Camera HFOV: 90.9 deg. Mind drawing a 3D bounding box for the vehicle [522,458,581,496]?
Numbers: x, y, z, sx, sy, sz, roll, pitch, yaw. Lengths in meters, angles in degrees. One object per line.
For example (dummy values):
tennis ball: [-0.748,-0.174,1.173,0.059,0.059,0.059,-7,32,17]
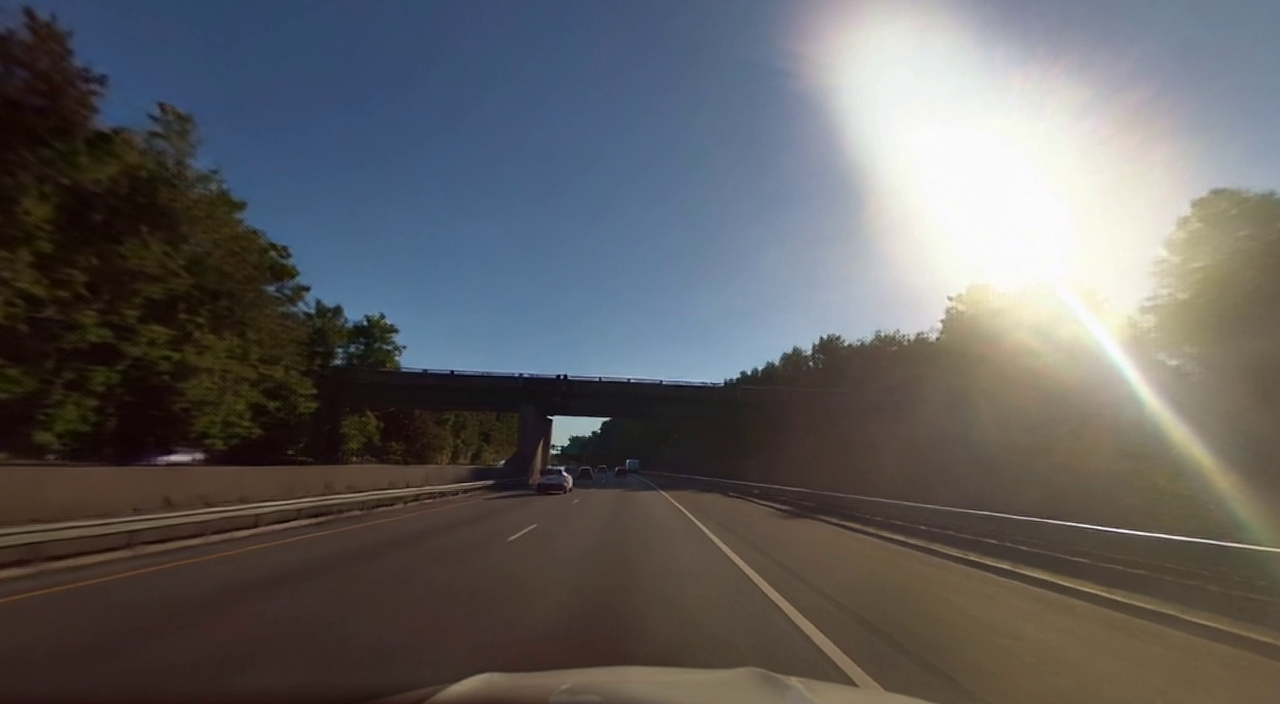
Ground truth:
vehicle: [-4.399,6.322,32.034,2.286,1.757,5.057,1,-11,0]
